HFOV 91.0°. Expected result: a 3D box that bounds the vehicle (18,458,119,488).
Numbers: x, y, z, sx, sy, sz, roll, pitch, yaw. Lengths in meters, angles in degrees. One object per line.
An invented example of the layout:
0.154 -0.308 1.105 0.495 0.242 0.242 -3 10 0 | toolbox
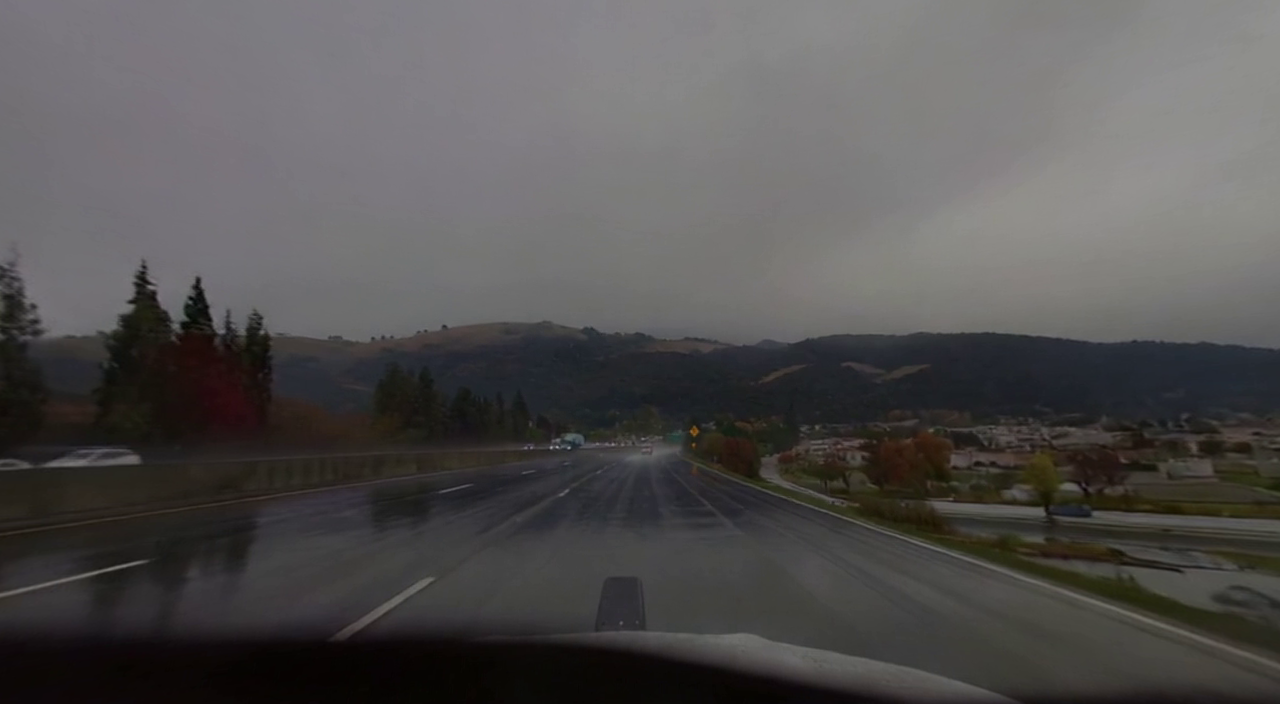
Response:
-35.957 7.607 39.781 1.983 1.693 4.596 0 -9 1 | vehicle
